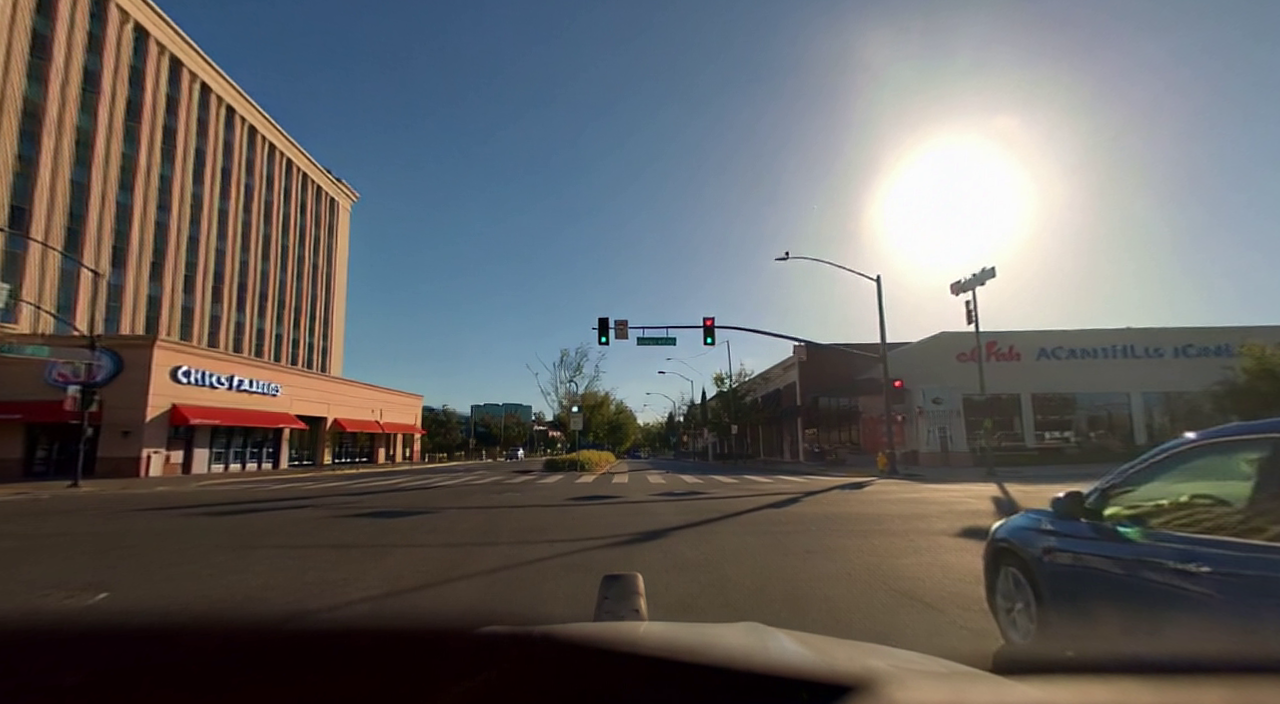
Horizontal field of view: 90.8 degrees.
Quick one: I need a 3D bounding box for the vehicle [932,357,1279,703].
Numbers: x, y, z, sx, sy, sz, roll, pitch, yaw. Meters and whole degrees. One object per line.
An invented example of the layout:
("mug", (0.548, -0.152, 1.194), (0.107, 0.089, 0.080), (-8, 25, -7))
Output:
("vehicle", (3.078, 0.819, 1.867), (2.015, 1.641, 4.995), (0, -9, 0))
